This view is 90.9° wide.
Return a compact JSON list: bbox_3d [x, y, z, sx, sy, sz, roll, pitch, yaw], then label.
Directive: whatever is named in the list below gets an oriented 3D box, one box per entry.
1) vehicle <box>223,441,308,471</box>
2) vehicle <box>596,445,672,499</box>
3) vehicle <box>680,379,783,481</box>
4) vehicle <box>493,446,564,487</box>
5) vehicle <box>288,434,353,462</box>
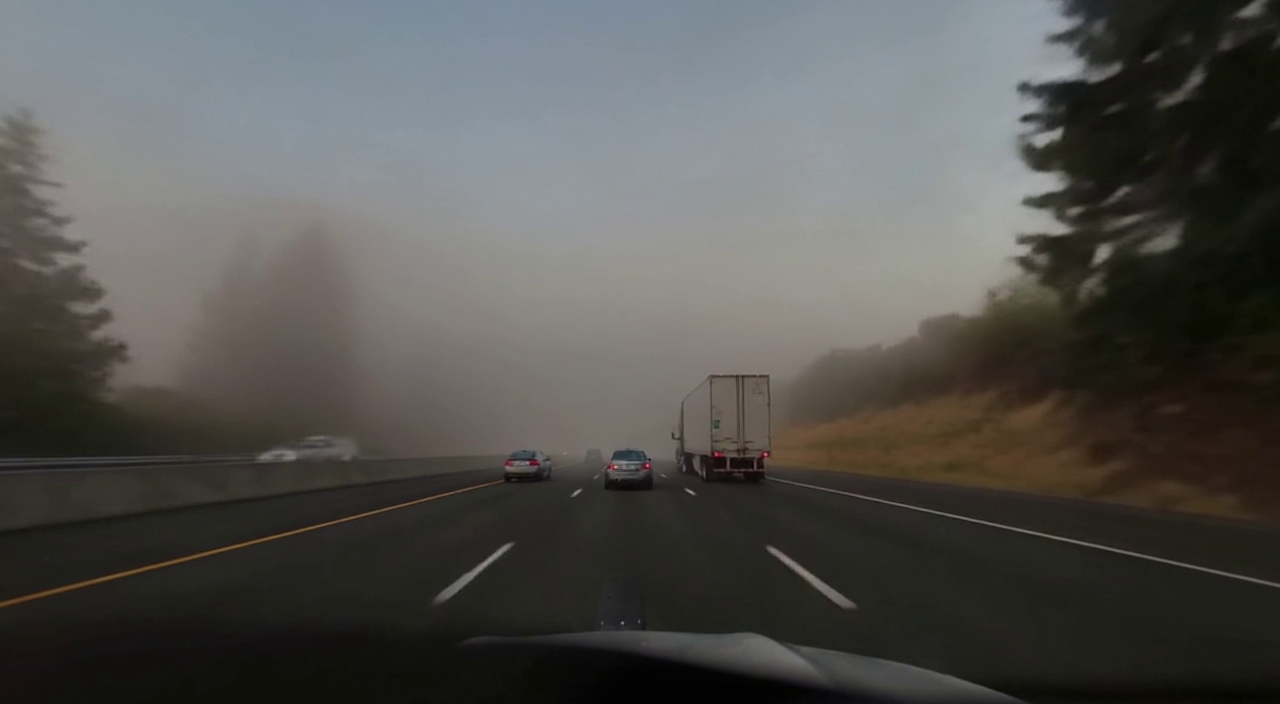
[{"bbox_3d":[-20.527,5.720,34.785,1.864,1.501,4.593,0,-9,0],"label":"vehicle"},{"bbox_3d":[-0.187,3.537,18.955,2.023,1.400,4.028,0,-9,-1],"label":"vehicle"},{"bbox_3d":[4.144,4.263,32.670,2.905,4.109,14.332,0,-9,-1],"label":"vehicle"},{"bbox_3d":[-4.292,4.488,24.969,2.017,1.460,4.382,0,-9,0],"label":"vehicle"},{"bbox_3d":[-20.538,6.200,40.739,1.924,1.685,4.356,0,-9,-1],"label":"vehicle"}]
